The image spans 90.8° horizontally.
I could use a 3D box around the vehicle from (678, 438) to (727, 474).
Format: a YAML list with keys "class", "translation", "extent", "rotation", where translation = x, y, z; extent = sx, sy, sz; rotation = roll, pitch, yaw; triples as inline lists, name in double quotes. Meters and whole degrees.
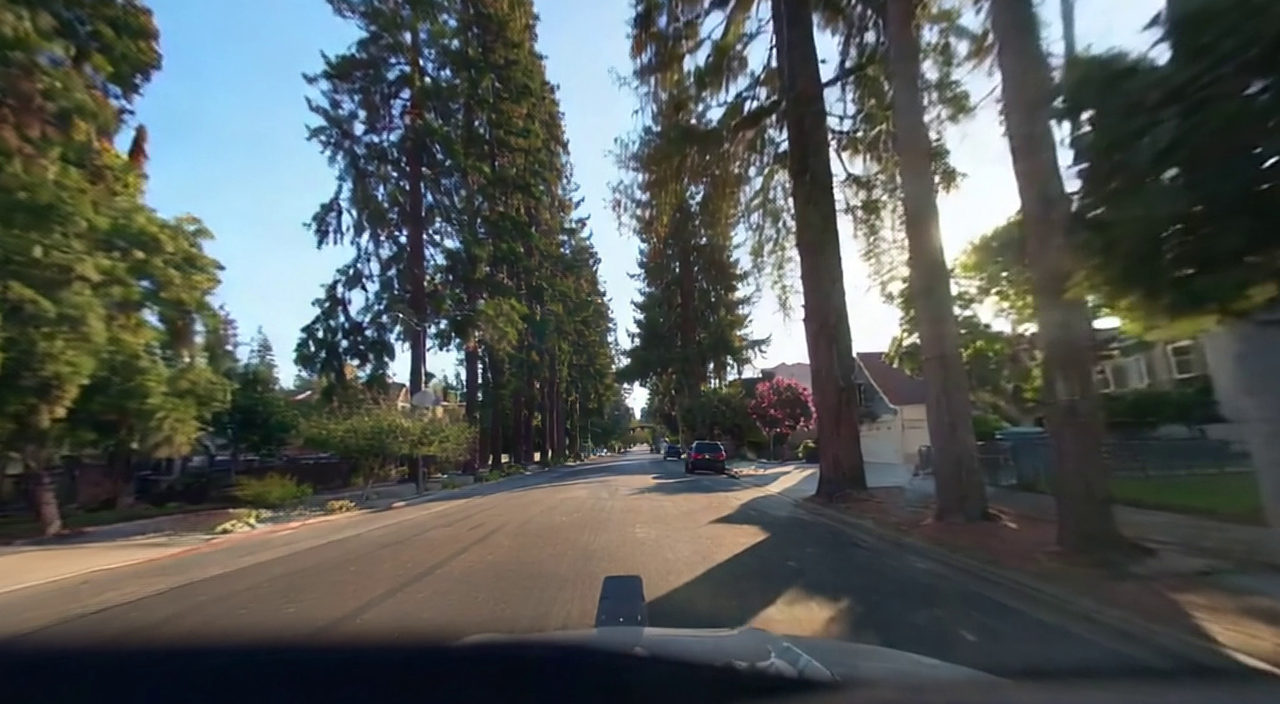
- class: "vehicle"
  translation: [3.207, 5.464, 33.371]
  extent: [2.055, 1.738, 4.448]
  rotation: [0, -9, -1]

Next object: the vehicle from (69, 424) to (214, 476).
- class: "vehicle"
  translation: [-28.856, 5.828, 37.060]
  extent: [2.735, 2.720, 6.677]
  rotation: [-1, -10, 3]
